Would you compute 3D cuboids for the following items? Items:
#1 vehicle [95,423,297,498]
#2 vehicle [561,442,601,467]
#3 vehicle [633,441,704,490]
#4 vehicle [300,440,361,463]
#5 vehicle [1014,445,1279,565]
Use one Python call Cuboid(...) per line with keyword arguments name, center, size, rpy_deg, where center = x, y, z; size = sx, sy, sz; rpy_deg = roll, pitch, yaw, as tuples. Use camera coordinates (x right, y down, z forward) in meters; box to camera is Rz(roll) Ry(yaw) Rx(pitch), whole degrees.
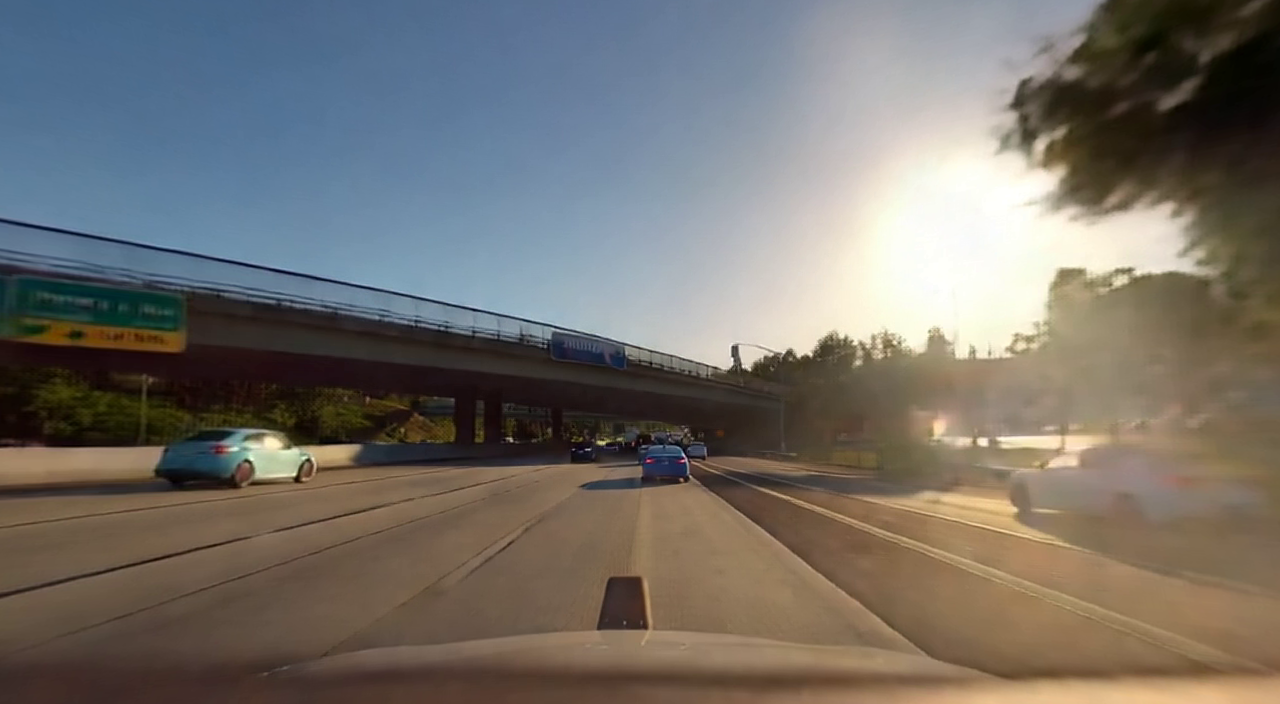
Cuboid(name="vehicle", center=(-11.168, 2.745, 16.368), size=(1.950, 1.664, 4.403), rpy_deg=(0, -8, 1))
Cuboid(name="vehicle", center=(-3.670, 6.503, 40.158), size=(2.047, 1.497, 4.208), rpy_deg=(0, -8, 2))
Cuboid(name="vehicle", center=(0.863, 3.709, 21.030), size=(2.113, 1.464, 4.073), rpy_deg=(0, -8, 0))
Cuboid(name="vehicle", center=(-20.964, 6.718, 42.913), size=(1.820, 1.474, 4.497), rpy_deg=(0, -8, 1))
Cuboid(name="vehicle", center=(8.375, 2.220, 10.047), size=(2.030, 1.442, 4.358), rpy_deg=(0, -8, -2))
